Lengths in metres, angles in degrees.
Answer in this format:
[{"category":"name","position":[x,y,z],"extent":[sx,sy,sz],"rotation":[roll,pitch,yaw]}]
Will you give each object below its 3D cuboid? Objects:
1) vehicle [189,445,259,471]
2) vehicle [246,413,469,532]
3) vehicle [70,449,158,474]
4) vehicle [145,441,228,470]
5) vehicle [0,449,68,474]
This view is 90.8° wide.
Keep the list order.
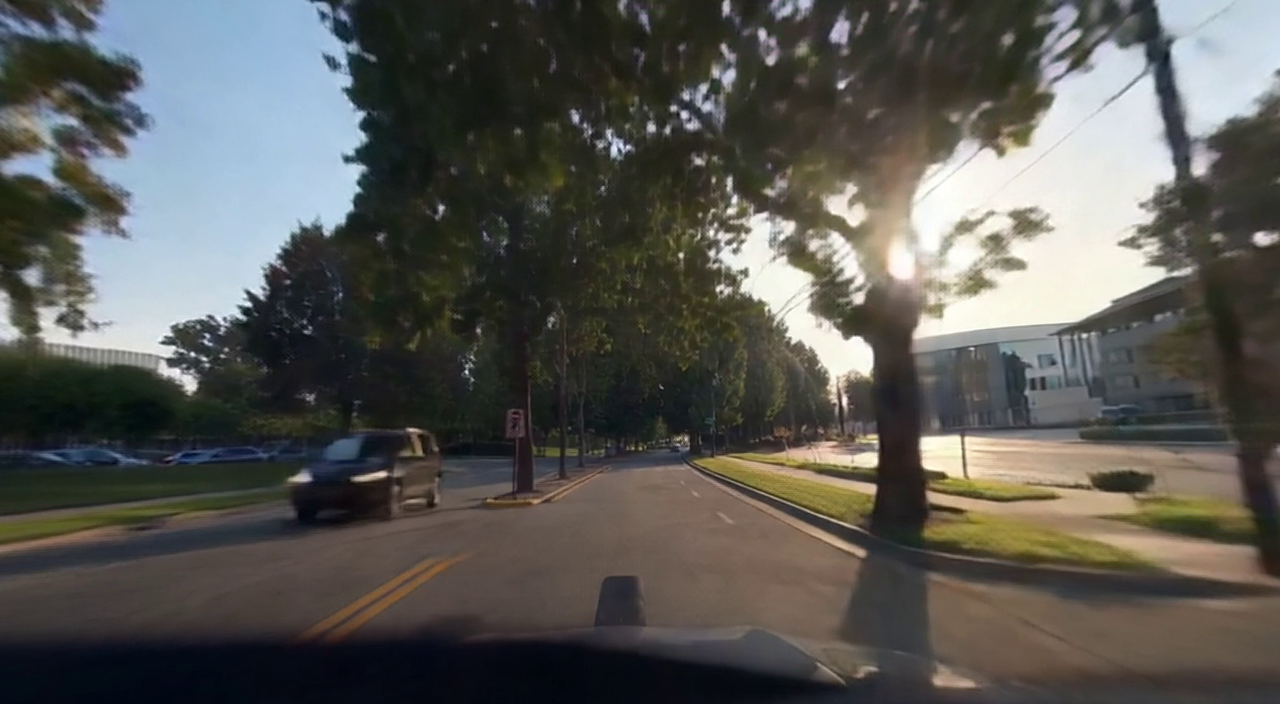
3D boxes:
[{"category":"vehicle","position":[-26.340,6.711,40.177],"extent":[1.641,1.505,4.016],"rotation":[-1,-9,2]},{"category":"vehicle","position":[-5.443,2.413,13.304],"extent":[2.252,1.936,5.538],"rotation":[0,-8,-1]},{"category":"vehicle","position":[-33.914,7.021,40.862],"extent":[1.785,1.493,4.343],"rotation":[-1,-8,3]},{"category":"vehicle","position":[-28.725,6.564,40.209],"extent":[1.977,1.701,4.396],"rotation":[0,-8,1]},{"category":"vehicle","position":[-39.343,7.046,40.489],"extent":[1.666,1.471,3.630],"rotation":[1,-12,3]}]
